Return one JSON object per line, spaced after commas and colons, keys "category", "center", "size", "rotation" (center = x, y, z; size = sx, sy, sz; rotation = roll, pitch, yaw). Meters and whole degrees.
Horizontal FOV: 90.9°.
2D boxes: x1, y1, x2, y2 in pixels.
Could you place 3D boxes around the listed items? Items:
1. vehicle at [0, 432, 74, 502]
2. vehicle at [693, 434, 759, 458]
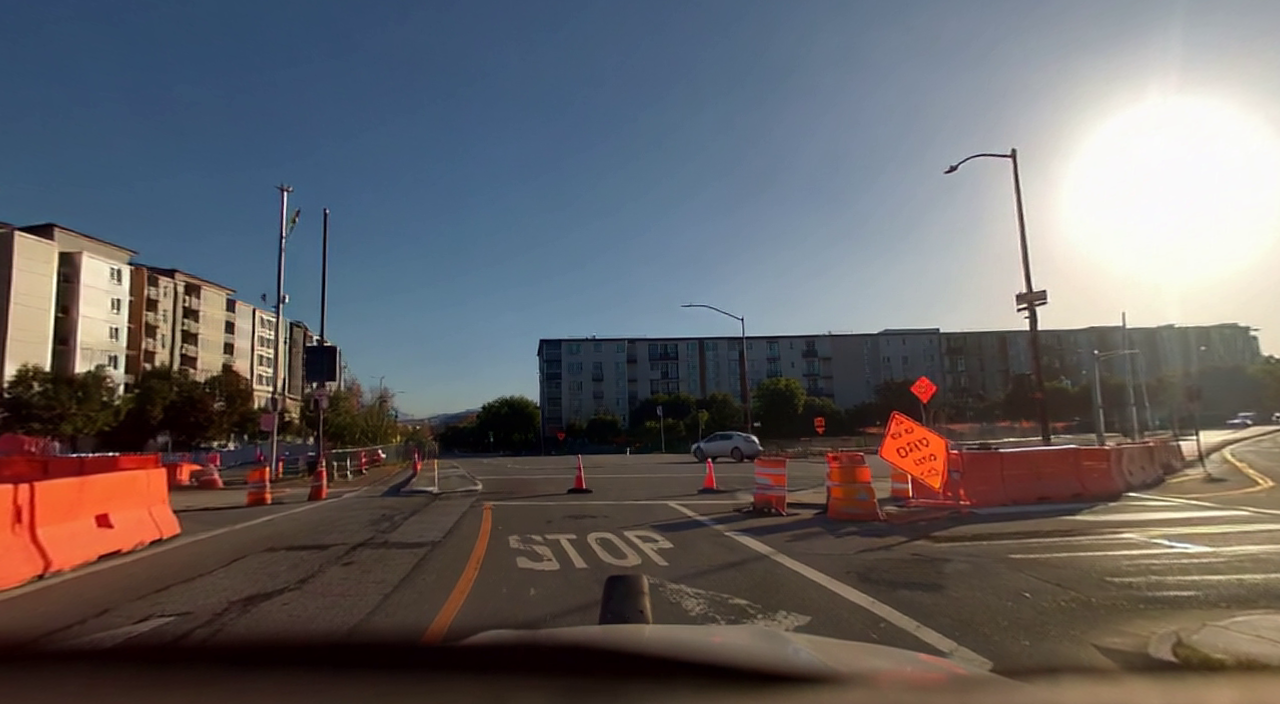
{"category": "vehicle", "center": [-17.352, 3.151, 17.577], "size": [2.159, 1.734, 4.292], "rotation": [8, -12, -41]}
{"category": "vehicle", "center": [6.179, 6.797, 45.469], "size": [4.302, 1.628, 1.957], "rotation": [1, -9, -7]}
